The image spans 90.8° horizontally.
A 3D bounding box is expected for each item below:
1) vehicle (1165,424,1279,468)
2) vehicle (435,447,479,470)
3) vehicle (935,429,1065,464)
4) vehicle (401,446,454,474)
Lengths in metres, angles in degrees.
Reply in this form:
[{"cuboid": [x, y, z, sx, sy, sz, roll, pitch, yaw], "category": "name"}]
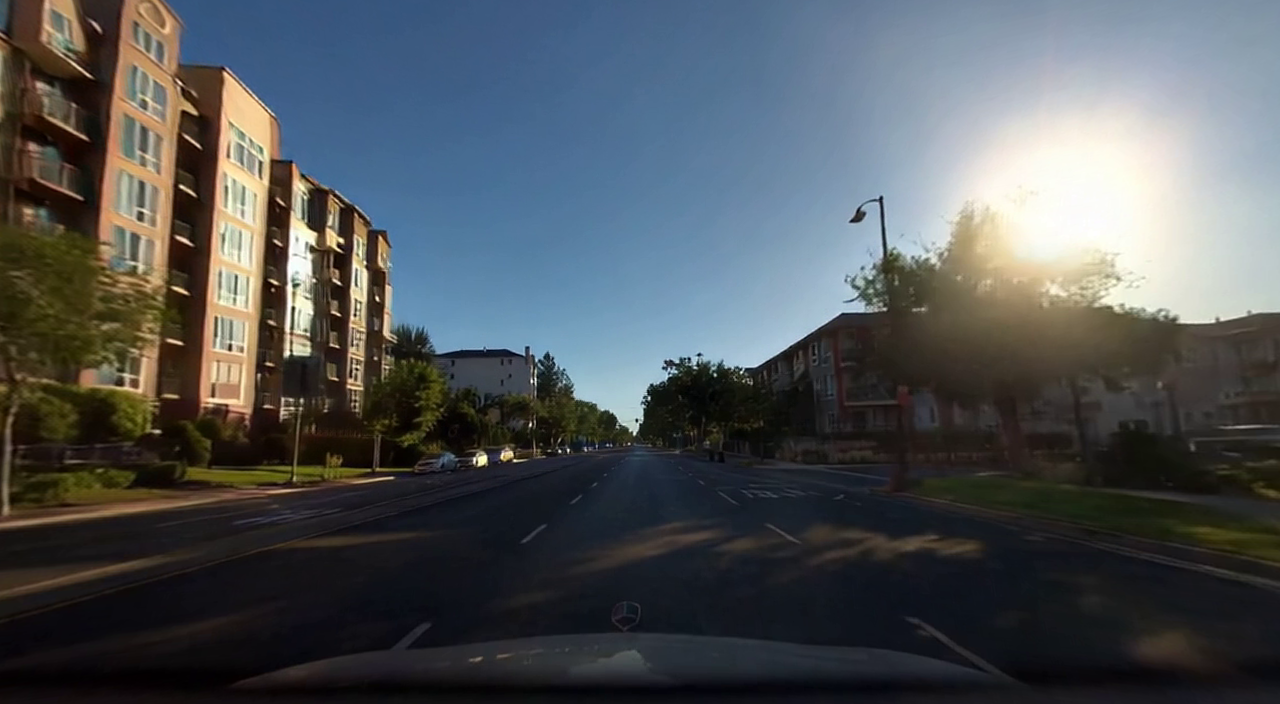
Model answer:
[{"cuboid": [24.954, 3.843, 25.941, 4.861, 1.684, 2.014, -1, -8, 1], "category": "vehicle"}, {"cuboid": [-13.158, 7.663, 45.652, 1.871, 1.503, 4.407, -2, -8, 0], "category": "vehicle"}, {"cuboid": [18.614, 4.922, 32.832, 5.466, 1.734, 1.999, -1, -9, 1], "category": "vehicle"}, {"cuboid": [-13.317, 6.750, 39.822, 1.851, 1.645, 4.152, -1, -8, 1], "category": "vehicle"}]
